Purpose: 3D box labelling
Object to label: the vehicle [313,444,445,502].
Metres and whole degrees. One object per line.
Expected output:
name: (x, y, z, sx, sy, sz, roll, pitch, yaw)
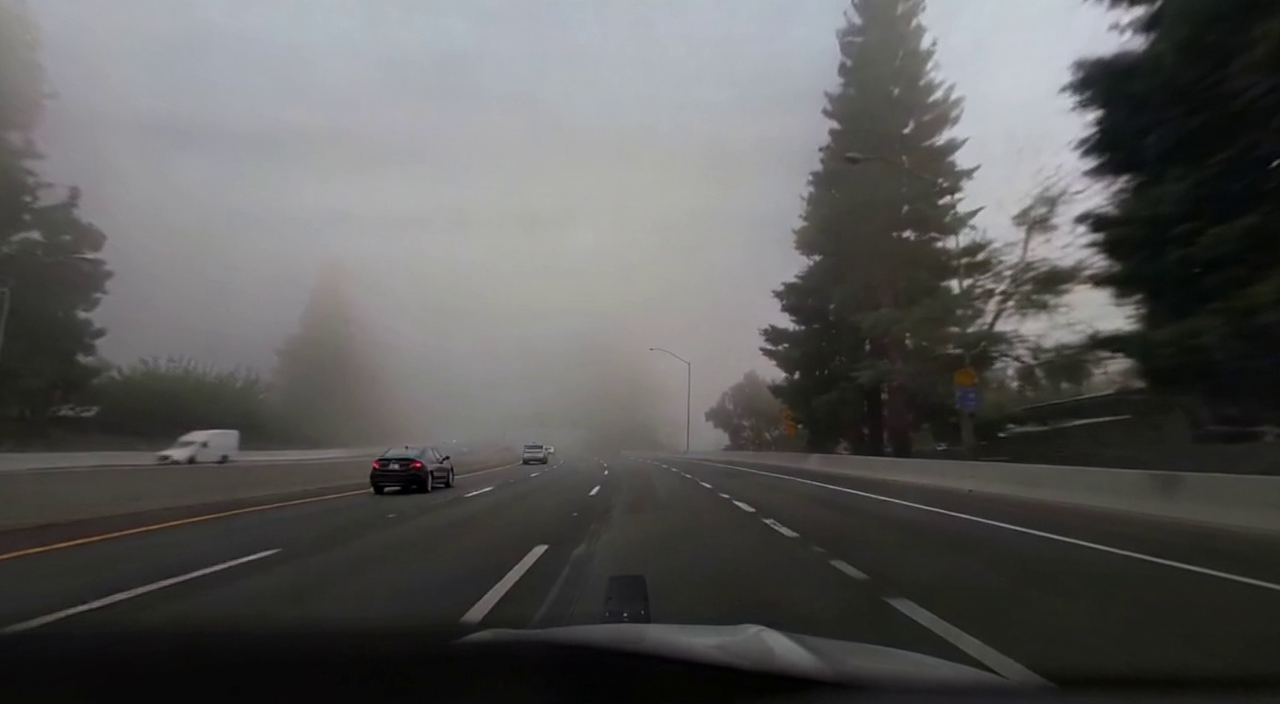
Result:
vehicle: (-7.530, 3.493, 18.750, 2.025, 1.494, 4.495, 0, -8, -1)
